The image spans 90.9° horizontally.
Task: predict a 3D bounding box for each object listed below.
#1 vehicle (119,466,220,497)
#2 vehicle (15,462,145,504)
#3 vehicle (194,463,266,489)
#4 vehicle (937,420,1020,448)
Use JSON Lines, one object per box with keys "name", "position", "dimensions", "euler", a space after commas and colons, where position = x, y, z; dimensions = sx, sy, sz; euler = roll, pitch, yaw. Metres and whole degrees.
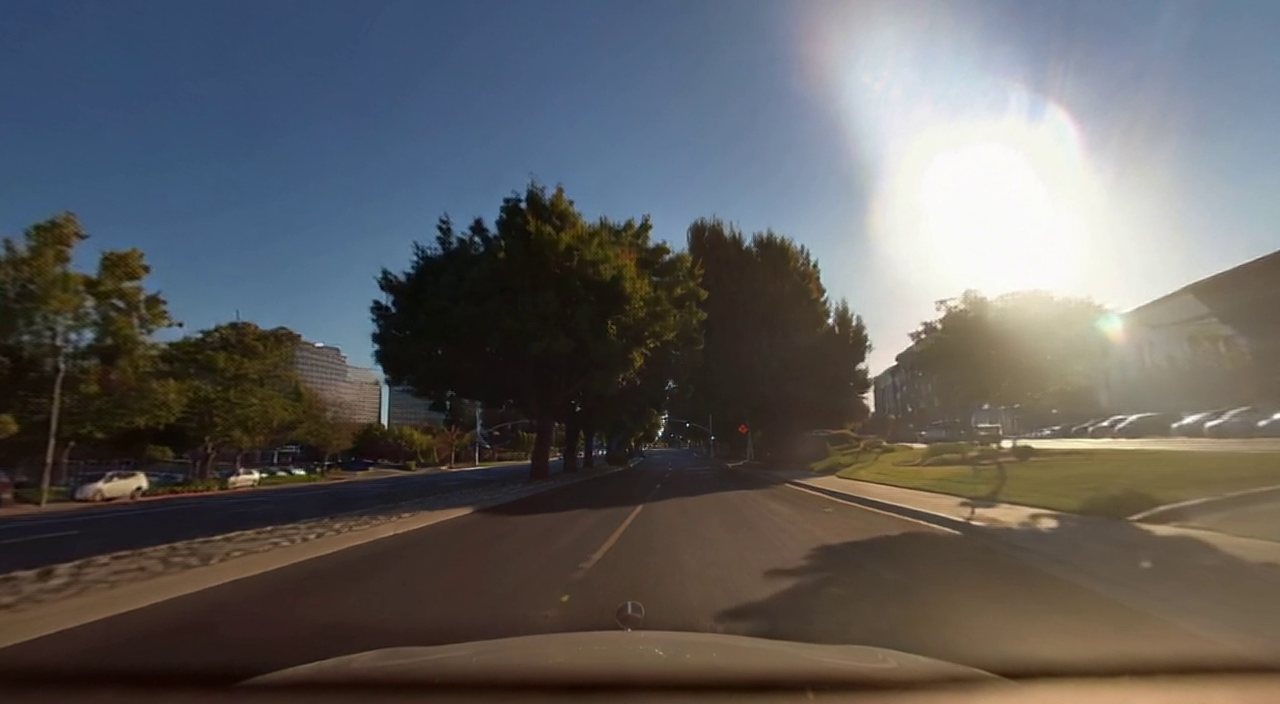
{"name": "vehicle", "position": [-24.583, 6.755, 33.138], "dimensions": [1.827, 1.370, 4.191], "euler": [-1, -9, 6]}
{"name": "vehicle", "position": [-28.087, 6.545, 31.870], "dimensions": [2.009, 1.798, 4.673], "euler": [0, -9, 4]}
{"name": "vehicle", "position": [-30.056, 9.087, 46.365], "dimensions": [1.851, 1.682, 4.631], "euler": [0, -9, 5]}
{"name": "vehicle", "position": [18.057, 4.412, 33.730], "dimensions": [3.464, 1.409, 1.598], "euler": [0, -9, 4]}
